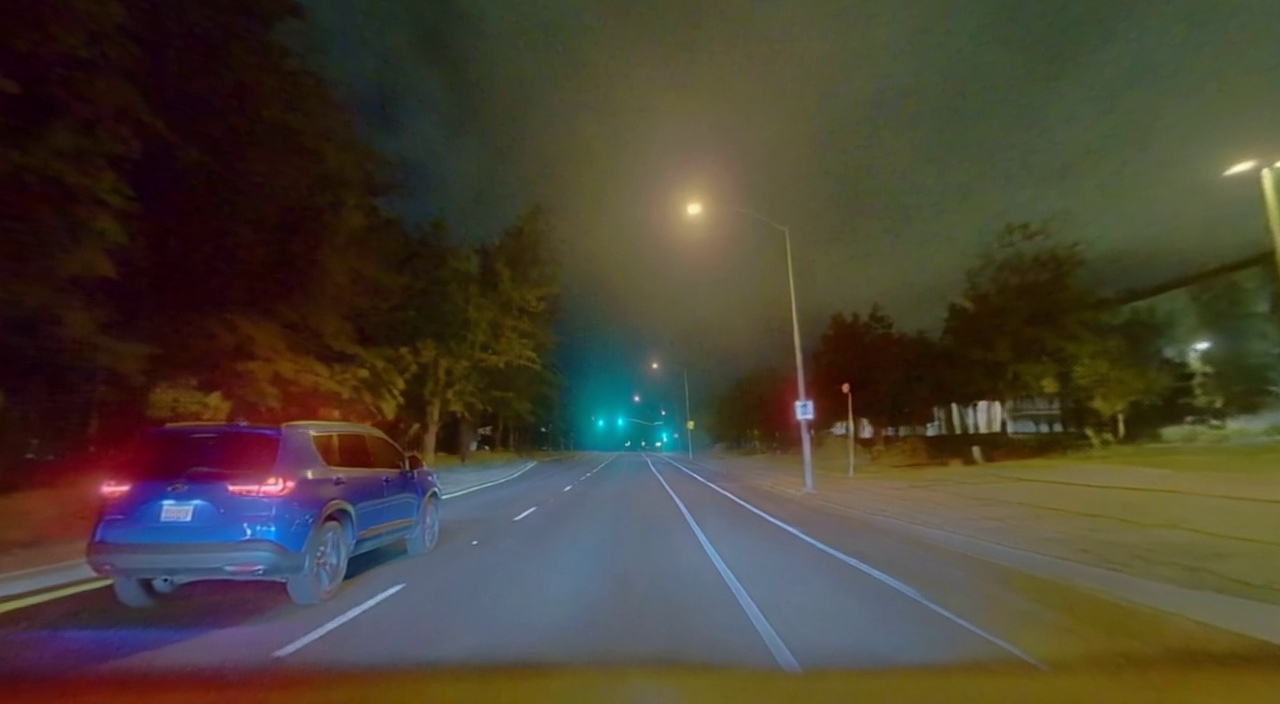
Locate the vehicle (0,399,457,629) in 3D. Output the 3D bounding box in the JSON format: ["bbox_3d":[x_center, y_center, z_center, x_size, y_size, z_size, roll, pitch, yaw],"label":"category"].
[{"bbox_3d":[-3.770,1.562,7.052,2.121,1.724,4.392,0,-9,0],"label":"vehicle"}]
